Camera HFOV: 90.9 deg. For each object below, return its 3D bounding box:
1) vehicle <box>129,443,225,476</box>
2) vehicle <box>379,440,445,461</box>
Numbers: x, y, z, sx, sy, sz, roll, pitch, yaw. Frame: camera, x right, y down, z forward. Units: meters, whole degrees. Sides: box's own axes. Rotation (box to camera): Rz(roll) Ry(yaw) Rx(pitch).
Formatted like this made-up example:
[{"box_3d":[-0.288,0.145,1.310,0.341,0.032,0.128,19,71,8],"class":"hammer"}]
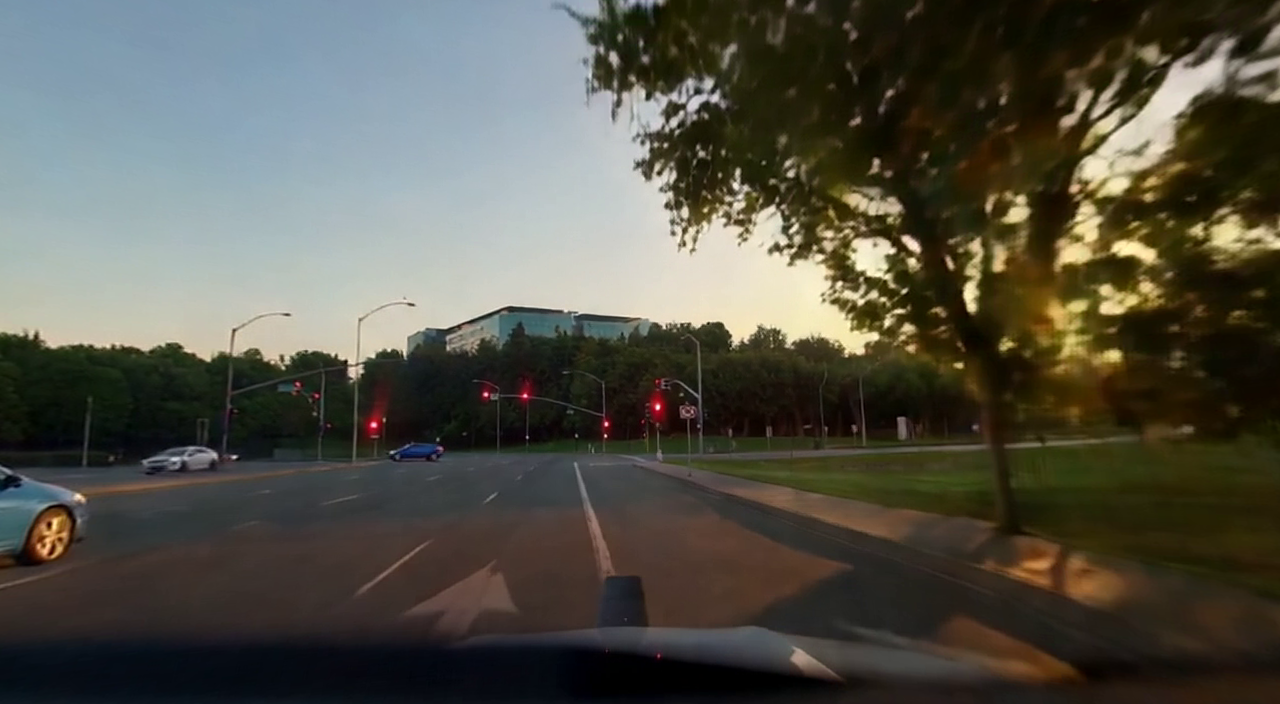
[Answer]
[{"box_3d":[-22.466,5.196,30.790,1.877,1.492,4.205,1,-8,-7],"class":"vehicle"},{"box_3d":[-17.548,7.553,48.671,1.837,1.530,4.570,-6,-10,32],"class":"vehicle"}]
